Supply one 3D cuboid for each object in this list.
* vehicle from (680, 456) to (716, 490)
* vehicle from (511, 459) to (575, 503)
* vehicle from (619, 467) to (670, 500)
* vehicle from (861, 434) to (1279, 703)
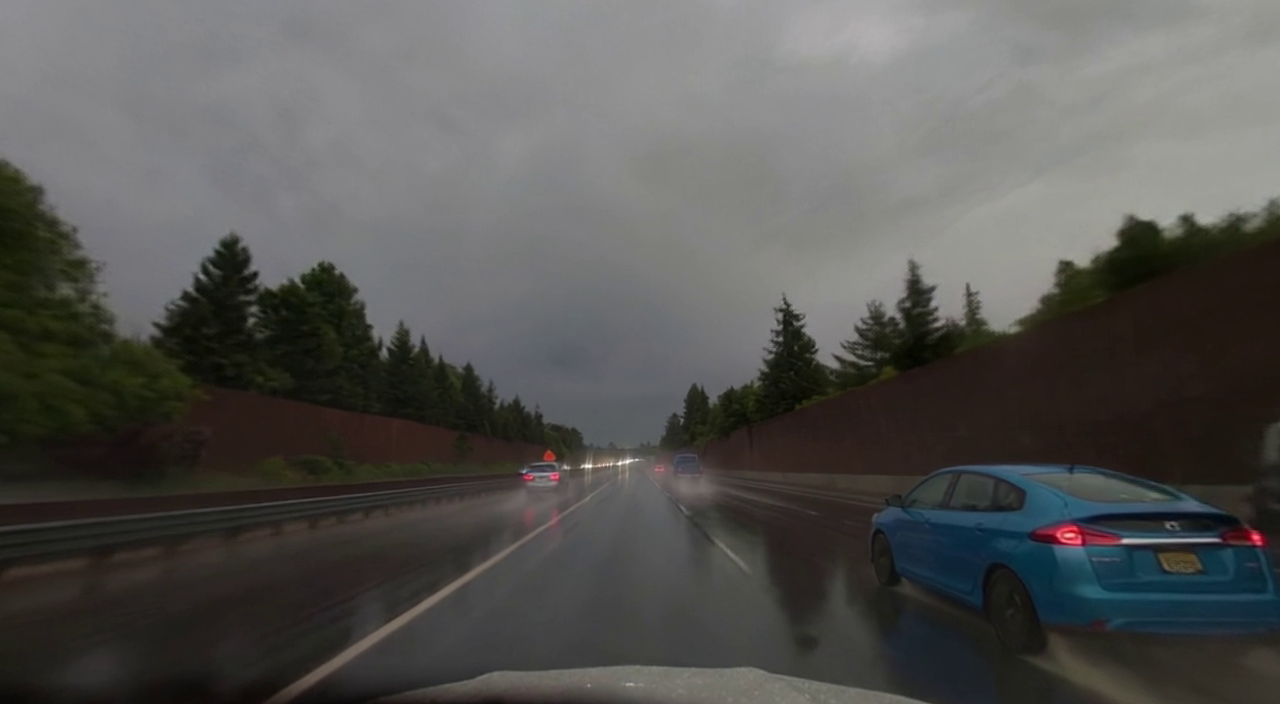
[{"bbox_3d":[3.978,8.370,43.616,2.030,2.172,3.621,1,-10,-2],"label":"vehicle"},{"bbox_3d":[-4.074,5.508,27.151,2.021,1.706,4.247,1,-10,0],"label":"vehicle"},{"bbox_3d":[0.202,6.258,30.204,2.241,1.425,3.973,1,-10,0],"label":"vehicle"},{"bbox_3d":[3.648,1.617,5.548,1.938,1.561,3.786,1,-10,-1],"label":"vehicle"}]
